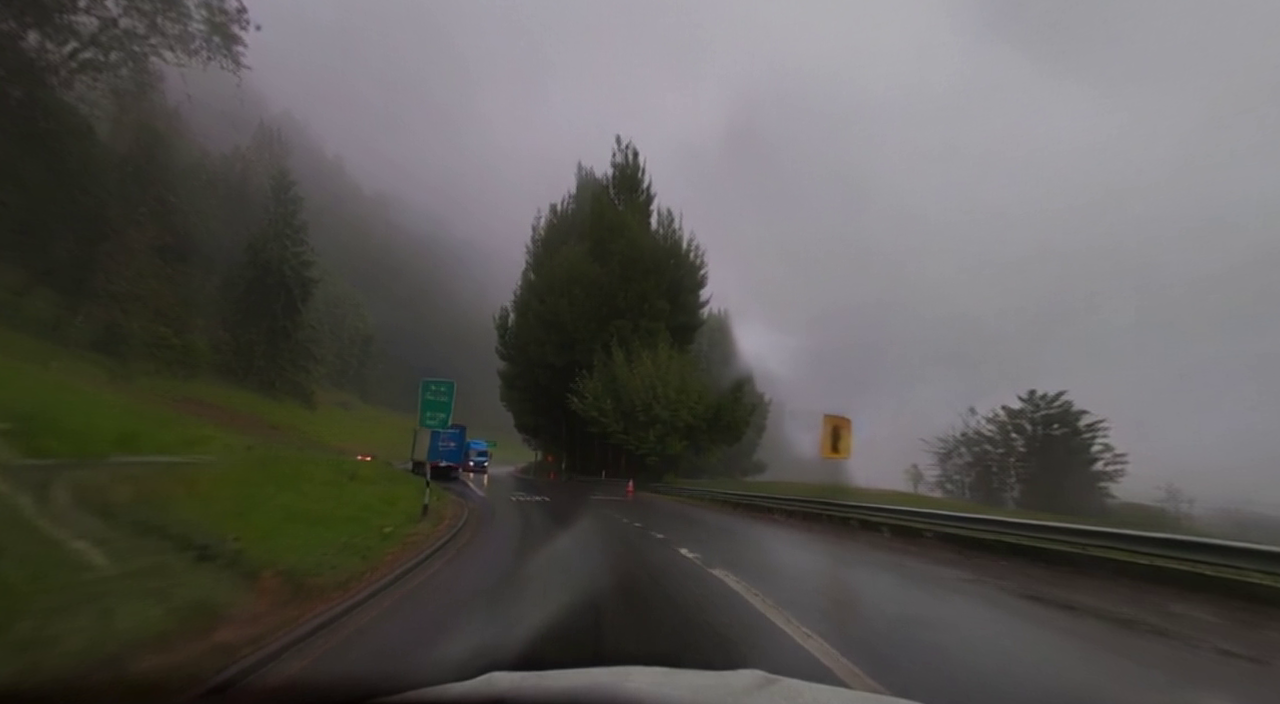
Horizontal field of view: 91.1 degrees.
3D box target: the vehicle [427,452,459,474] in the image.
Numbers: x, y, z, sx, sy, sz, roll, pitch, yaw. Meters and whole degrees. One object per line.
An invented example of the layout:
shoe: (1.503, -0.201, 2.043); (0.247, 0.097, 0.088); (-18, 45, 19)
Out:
vehicle: (-15.048, 8.488, 47.826); (2.039, 1.536, 3.648); (4, -11, -19)
